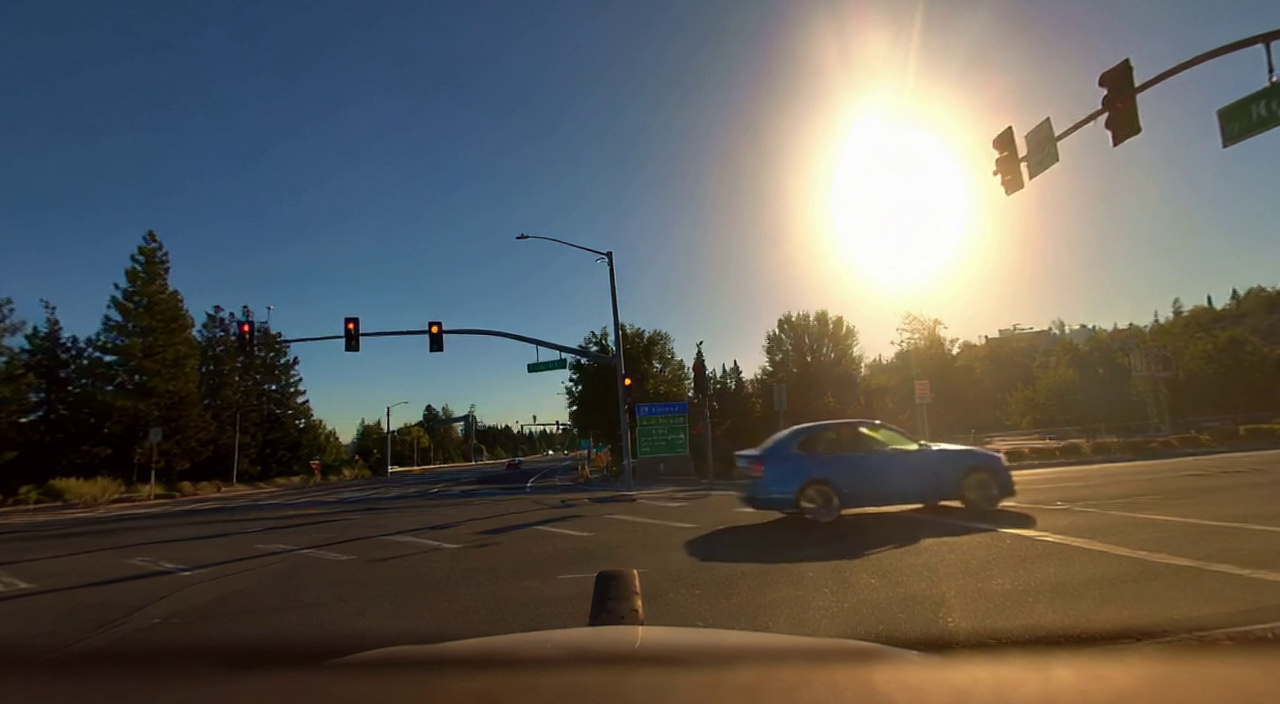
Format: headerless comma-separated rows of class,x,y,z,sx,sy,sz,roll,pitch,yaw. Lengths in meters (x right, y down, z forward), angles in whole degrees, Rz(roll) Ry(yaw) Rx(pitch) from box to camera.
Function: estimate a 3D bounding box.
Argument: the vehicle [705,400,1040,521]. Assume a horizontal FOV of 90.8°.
vehicle,3.736,1.817,10.863,4.881,1.807,2.135,1,-8,-5
